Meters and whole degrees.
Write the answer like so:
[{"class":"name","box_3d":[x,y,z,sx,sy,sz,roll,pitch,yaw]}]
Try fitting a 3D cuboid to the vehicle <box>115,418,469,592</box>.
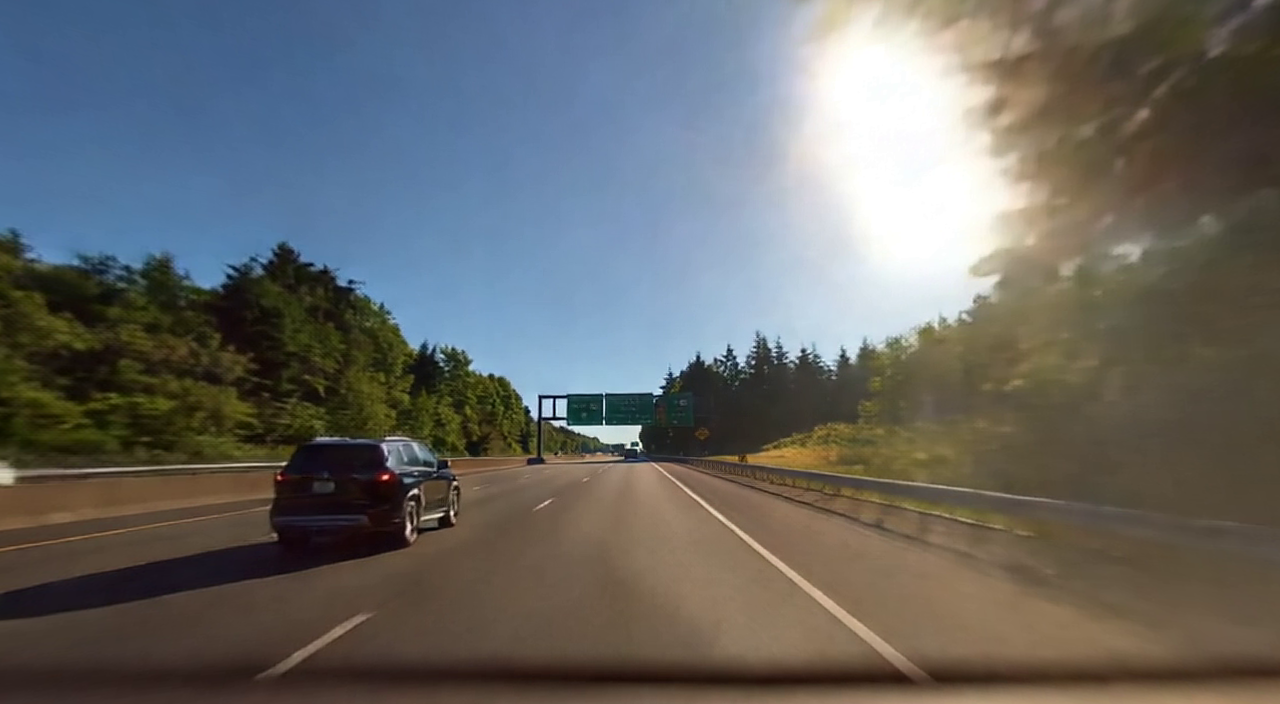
[{"class":"vehicle","box_3d":[-3.902,1.789,8.176,2.104,1.626,4.283,0,-9,0]}]
